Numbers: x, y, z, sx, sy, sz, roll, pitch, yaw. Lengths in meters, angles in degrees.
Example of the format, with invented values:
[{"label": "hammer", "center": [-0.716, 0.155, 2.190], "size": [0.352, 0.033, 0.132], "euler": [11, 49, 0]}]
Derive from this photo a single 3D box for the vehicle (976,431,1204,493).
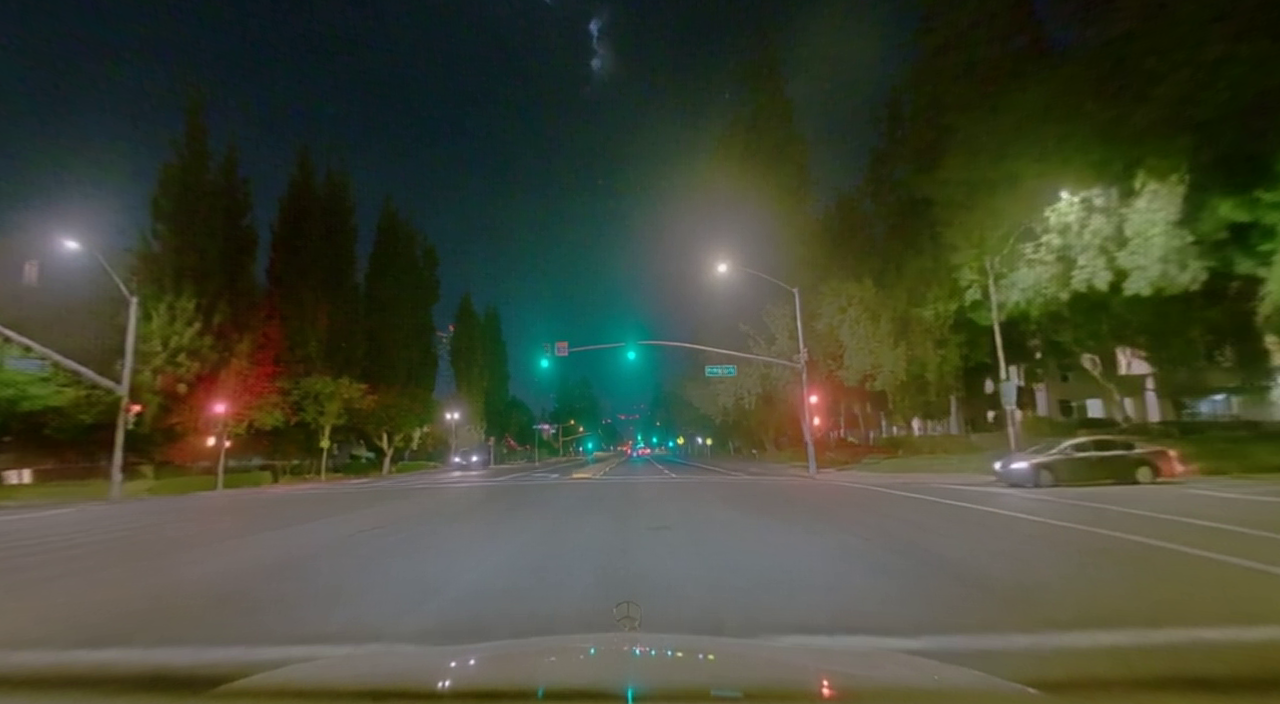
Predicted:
[{"label": "vehicle", "center": [12.001, 2.961, 17.111], "size": [4.611, 1.505, 2.029], "euler": [0, -9, -1]}]
